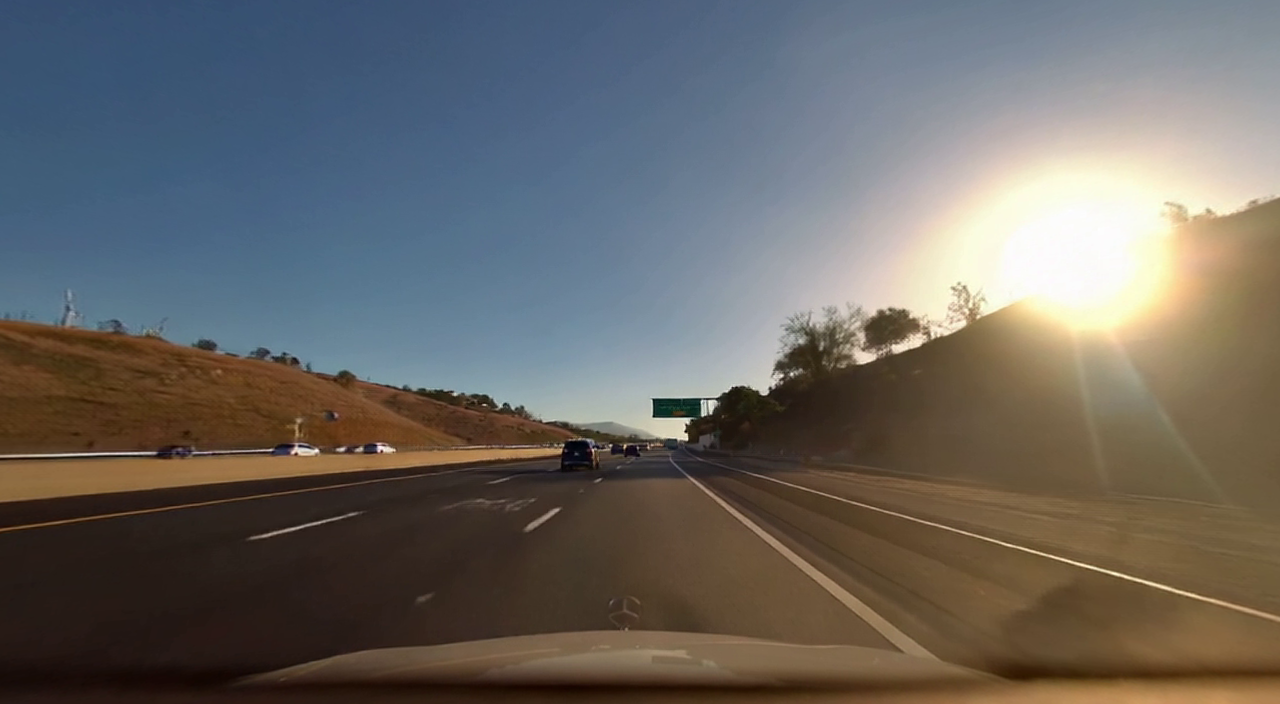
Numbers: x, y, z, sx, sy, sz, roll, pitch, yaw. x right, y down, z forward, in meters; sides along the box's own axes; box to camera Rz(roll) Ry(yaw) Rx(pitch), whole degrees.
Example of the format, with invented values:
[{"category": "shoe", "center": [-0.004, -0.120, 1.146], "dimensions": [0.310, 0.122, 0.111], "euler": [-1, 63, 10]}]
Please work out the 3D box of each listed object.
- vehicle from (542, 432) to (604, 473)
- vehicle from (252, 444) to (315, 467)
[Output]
[{"category": "vehicle", "center": [-3.283, 5.073, 31.972], "dimensions": [2.413, 1.896, 5.218], "euler": [0, -8, 2]}, {"category": "vehicle", "center": [-27.685, 8.030, 48.937], "dimensions": [2.016, 1.671, 4.537], "euler": [0, -8, 3]}]
